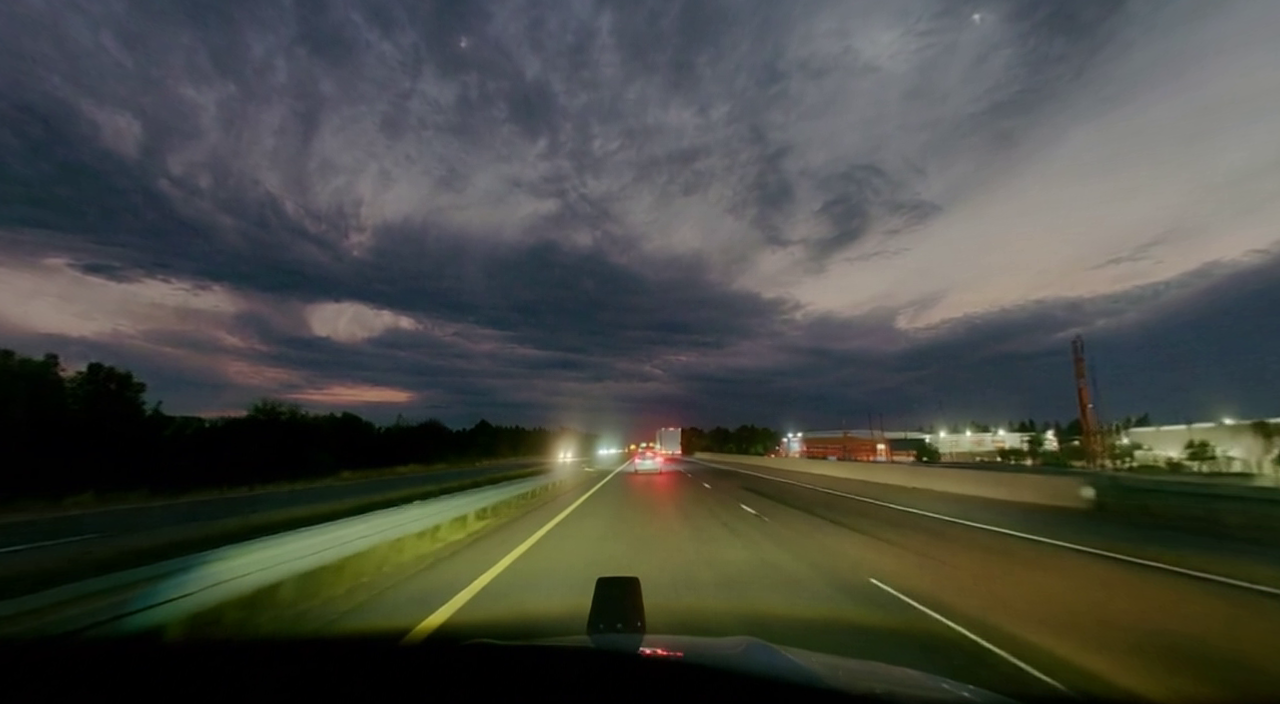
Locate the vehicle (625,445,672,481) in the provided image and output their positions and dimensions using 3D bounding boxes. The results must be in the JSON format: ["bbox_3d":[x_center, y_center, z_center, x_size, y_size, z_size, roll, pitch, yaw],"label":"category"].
[{"bbox_3d":[0.379,5.215,29.851,2.045,1.527,4.023,0,-9,0],"label":"vehicle"}]
